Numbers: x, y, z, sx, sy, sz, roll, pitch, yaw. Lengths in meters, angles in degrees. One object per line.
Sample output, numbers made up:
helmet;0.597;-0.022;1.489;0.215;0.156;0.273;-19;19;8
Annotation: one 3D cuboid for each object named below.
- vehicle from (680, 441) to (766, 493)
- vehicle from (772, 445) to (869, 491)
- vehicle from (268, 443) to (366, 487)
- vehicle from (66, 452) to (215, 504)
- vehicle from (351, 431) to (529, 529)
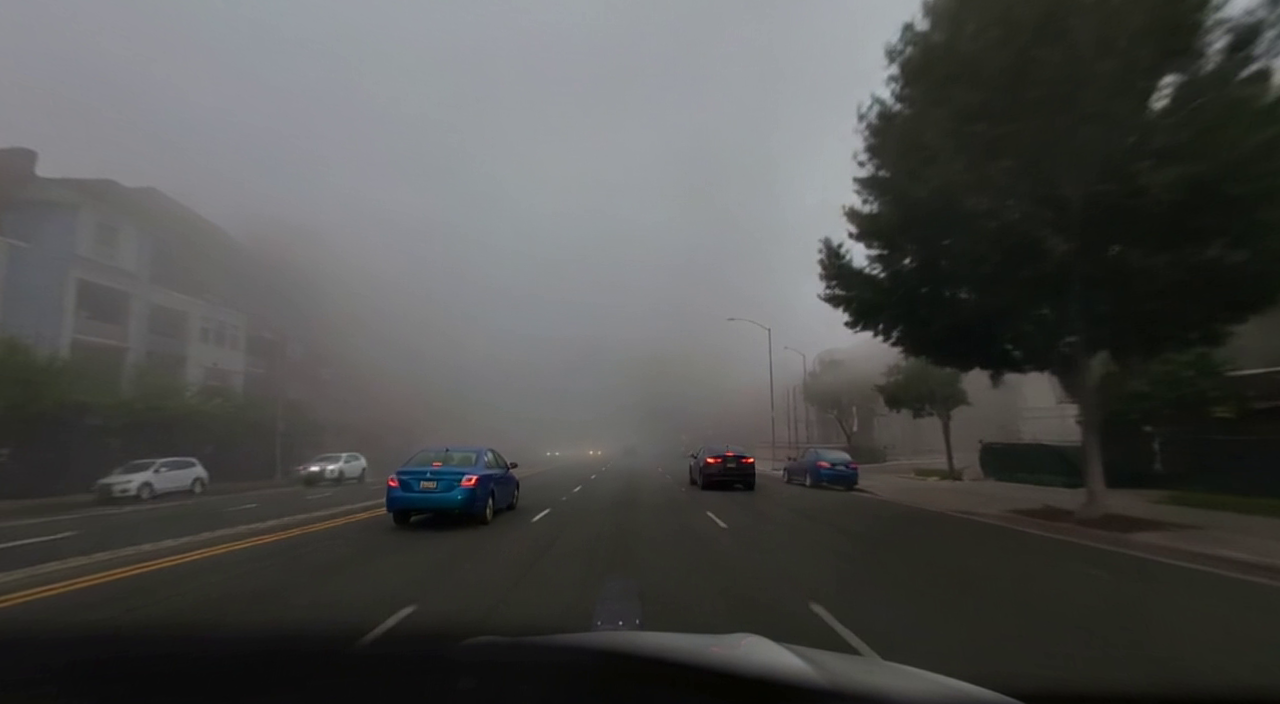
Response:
vehicle;2.493;3.588;20.121;1.978;1.471;4.426;0;-9;-2
vehicle;6.250;4.059;22.504;1.881;1.439;4.725;0;-9;-3
vehicle;-14.788;5.155;29.276;2.110;1.838;4.623;0;-9;0
vehicle;-18.058;4.530;23.179;1.929;1.665;4.304;0;-9;0
vehicle;-3.537;2.337;12.093;2.062;1.527;4.044;0;-9;0
